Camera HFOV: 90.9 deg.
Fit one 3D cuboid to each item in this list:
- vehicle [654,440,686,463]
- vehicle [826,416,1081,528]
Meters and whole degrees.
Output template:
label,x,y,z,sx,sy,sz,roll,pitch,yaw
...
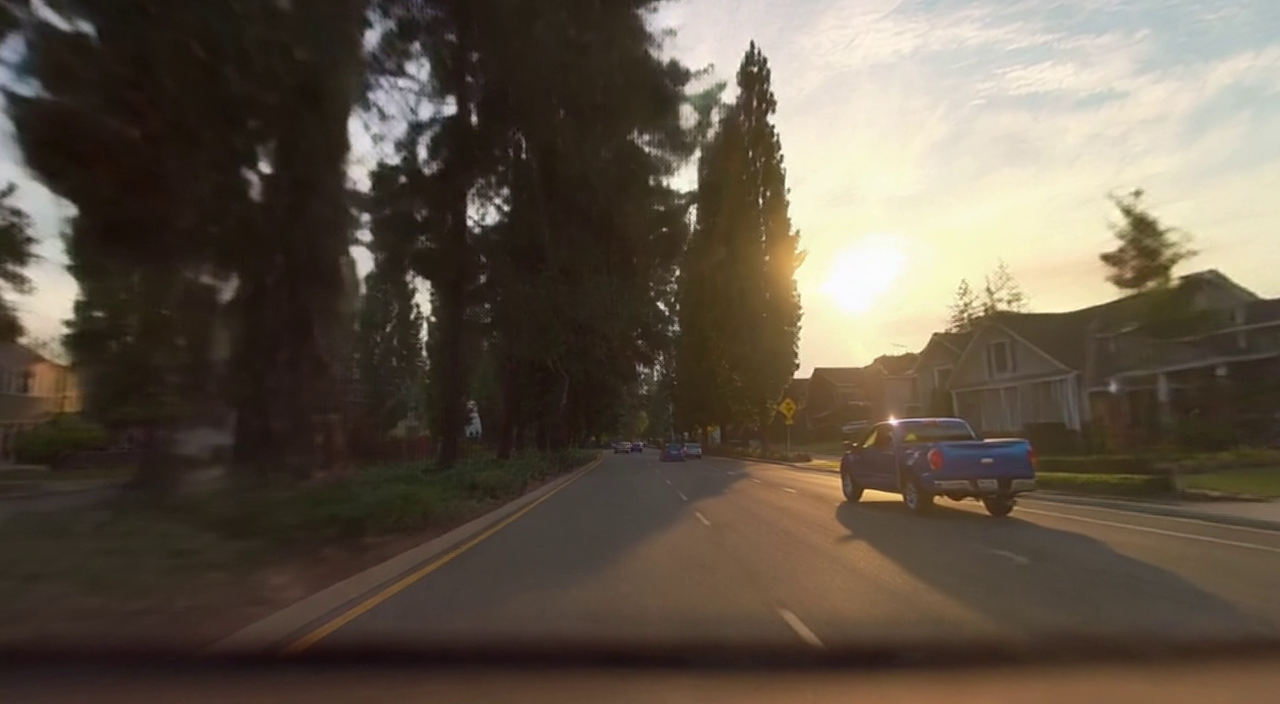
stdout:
label,x,y,z,sx,sy,sz,roll,pitch,yaw
vehicle,2.246,7.508,47.828,2.061,1.632,4.222,1,-8,-2
vehicle,5.877,2.332,12.997,2.262,1.769,5.666,0,-8,-1
